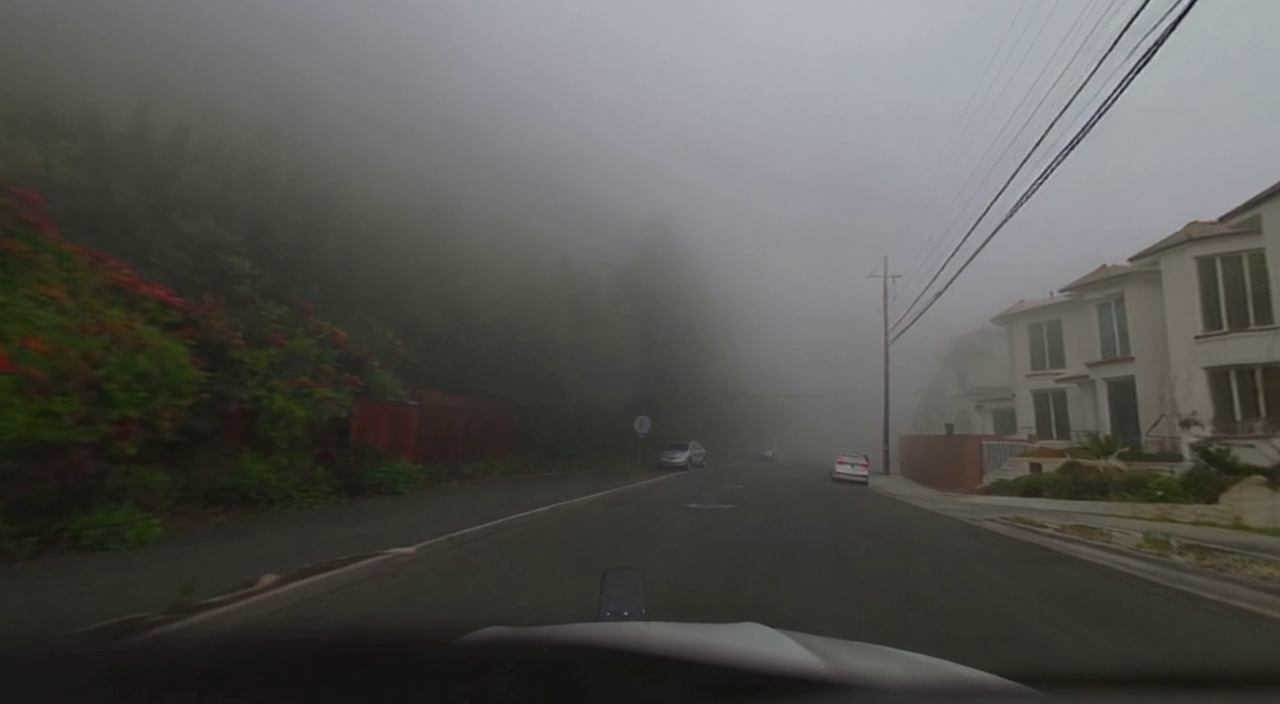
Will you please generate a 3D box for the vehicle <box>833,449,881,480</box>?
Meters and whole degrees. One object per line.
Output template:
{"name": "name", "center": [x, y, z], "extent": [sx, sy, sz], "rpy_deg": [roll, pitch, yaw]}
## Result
{"name": "vehicle", "center": [11.473, 5.908, 33.607], "extent": [2.151, 1.468, 5.066], "rpy_deg": [-3, -9, 17]}
